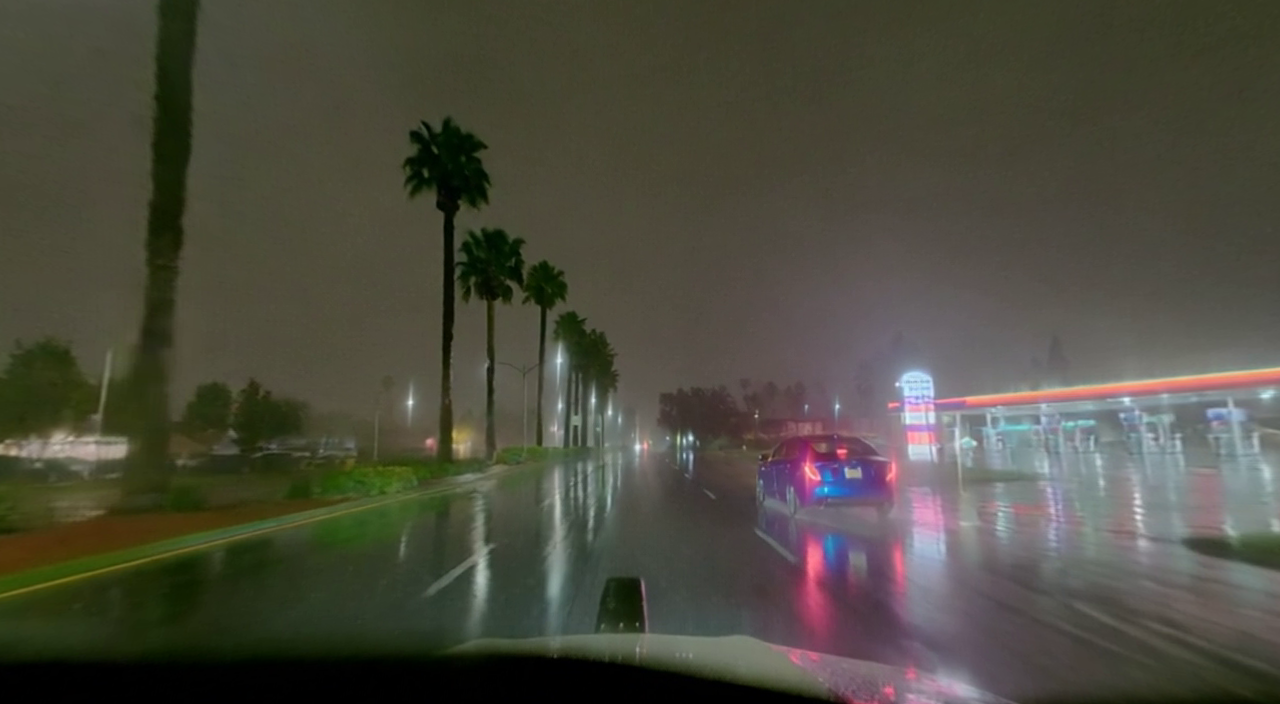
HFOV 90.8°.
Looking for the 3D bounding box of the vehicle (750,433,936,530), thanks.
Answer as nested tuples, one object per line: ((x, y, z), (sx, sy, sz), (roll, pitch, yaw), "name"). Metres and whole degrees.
((3.458, 2.270, 11.737), (1.978, 1.442, 4.262), (0, -8, -1), "vehicle")
